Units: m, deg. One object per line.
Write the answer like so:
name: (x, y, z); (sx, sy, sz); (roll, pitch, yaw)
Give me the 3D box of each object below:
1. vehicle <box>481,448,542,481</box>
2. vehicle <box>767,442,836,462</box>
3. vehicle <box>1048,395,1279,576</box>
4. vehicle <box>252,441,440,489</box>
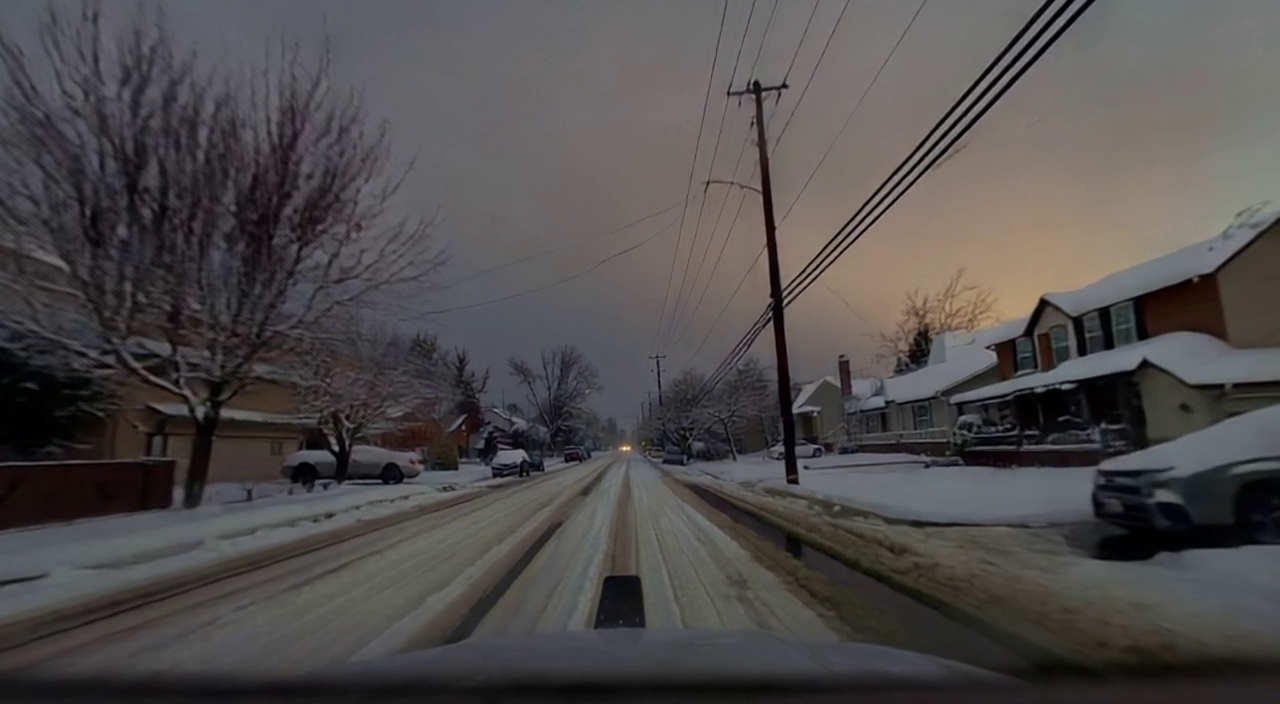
vehicle: (-6.554, 5.785, 32.855); (2.208, 1.491, 5.089); (0, -8, -1)
vehicle: (12.108, 7.522, 47.540); (4.605, 1.492, 1.898); (0, -9, -1)
vehicle: (9.060, 1.529, 8.112); (5.890, 1.896, 2.459); (-2, -8, -1)
vehicle: (-12.179, 4.732, 26.691); (6.619, 1.759, 2.632); (-1, -9, -2)
